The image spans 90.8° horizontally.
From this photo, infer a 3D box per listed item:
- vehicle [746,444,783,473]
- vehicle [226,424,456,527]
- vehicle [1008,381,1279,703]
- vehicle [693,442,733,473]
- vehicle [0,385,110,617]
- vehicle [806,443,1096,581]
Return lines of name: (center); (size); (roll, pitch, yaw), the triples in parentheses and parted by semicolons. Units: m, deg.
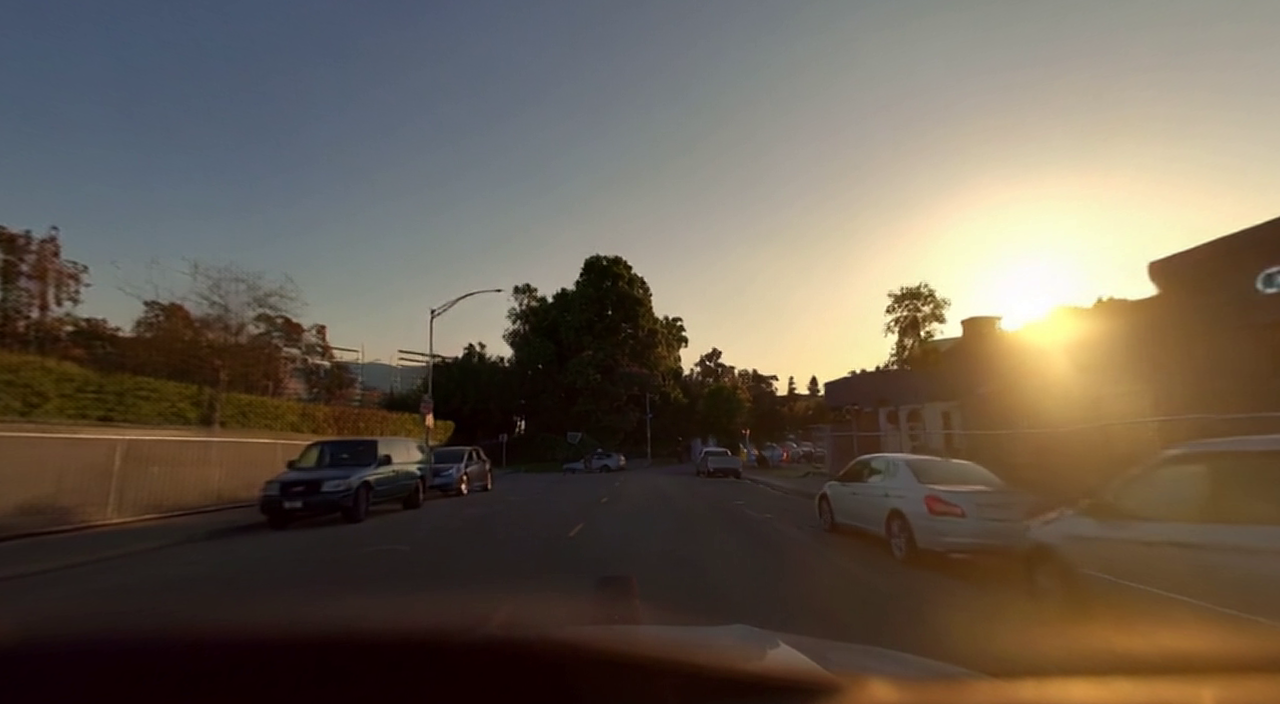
vehicle: (8.555, 7.411, 43.691); (1.911, 1.685, 3.764); (3, -12, 2)
vehicle: (-6.488, 2.764, 14.825); (2.504, 1.919, 5.658); (0, -9, 2)
vehicle: (4.378, 1.102, 3.571); (1.941, 1.810, 4.364); (0, -9, 0)
vehicle: (4.805, 7.027, 42.413); (2.158, 1.900, 5.376); (0, -9, 1)
vehicle: (-6.538, 1.035, 3.546); (2.304, 1.937, 5.720); (-2, -9, -2)
vehicle: (4.211, 2.189, 9.648); (2.050, 1.475, 4.613); (1, -8, -1)
